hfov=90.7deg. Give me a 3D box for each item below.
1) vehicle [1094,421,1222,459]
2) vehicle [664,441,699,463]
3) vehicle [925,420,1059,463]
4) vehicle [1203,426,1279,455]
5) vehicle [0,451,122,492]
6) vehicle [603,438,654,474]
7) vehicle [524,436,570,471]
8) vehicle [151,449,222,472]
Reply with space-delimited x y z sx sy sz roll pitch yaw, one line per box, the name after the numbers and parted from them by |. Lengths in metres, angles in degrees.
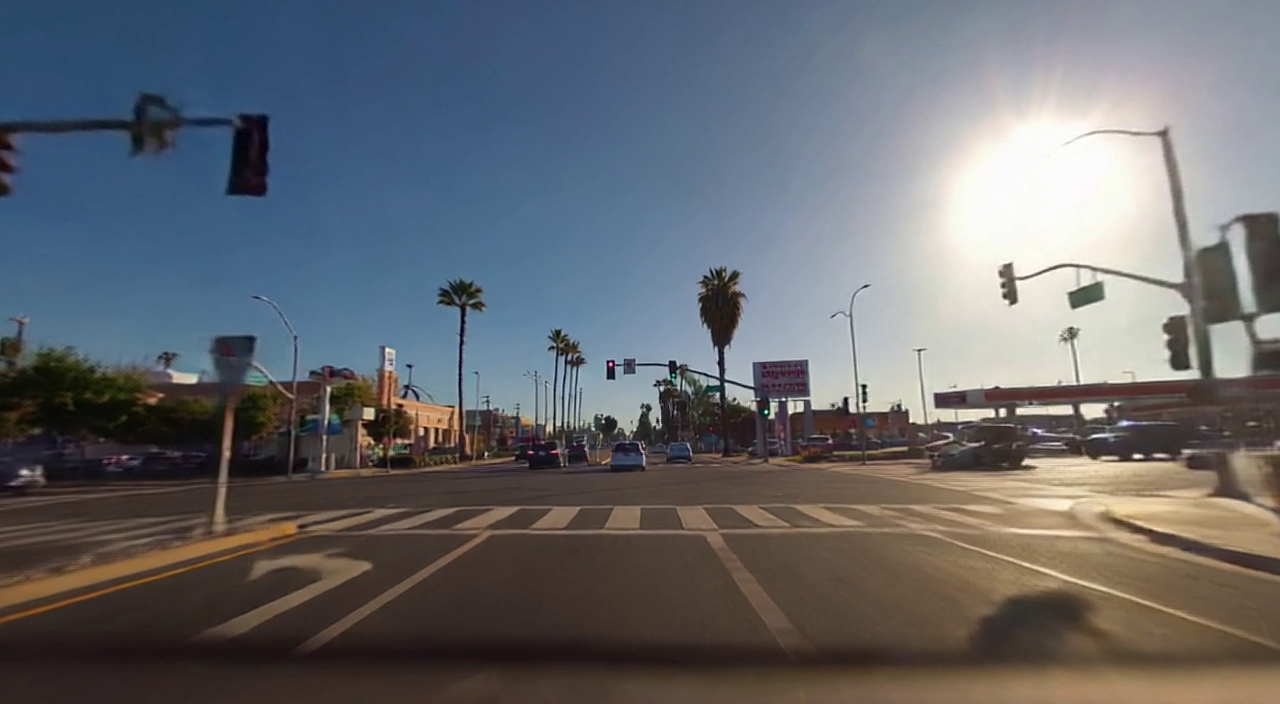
25.050 4.268 30.699 4.473 1.751 1.909 0 -8 -1 | vehicle
2.877 7.008 44.538 2.060 1.471 4.168 0 -8 -2 | vehicle
17.066 4.382 30.908 5.173 1.976 2.223 0 -8 0 | vehicle
33.178 4.775 34.161 3.696 1.532 1.927 0 -8 -1 | vehicle
-25.784 5.181 27.577 4.599 1.648 2.098 -1 -8 1 | vehicle
-0.543 4.745 29.150 2.160 1.508 4.319 0 -8 -1 | vehicle
-5.300 5.809 36.567 2.032 1.747 4.479 -2 -7 -1 | vehicle
-33.854 8.085 47.377 1.913 1.638 4.553 0 -8 1 | vehicle
